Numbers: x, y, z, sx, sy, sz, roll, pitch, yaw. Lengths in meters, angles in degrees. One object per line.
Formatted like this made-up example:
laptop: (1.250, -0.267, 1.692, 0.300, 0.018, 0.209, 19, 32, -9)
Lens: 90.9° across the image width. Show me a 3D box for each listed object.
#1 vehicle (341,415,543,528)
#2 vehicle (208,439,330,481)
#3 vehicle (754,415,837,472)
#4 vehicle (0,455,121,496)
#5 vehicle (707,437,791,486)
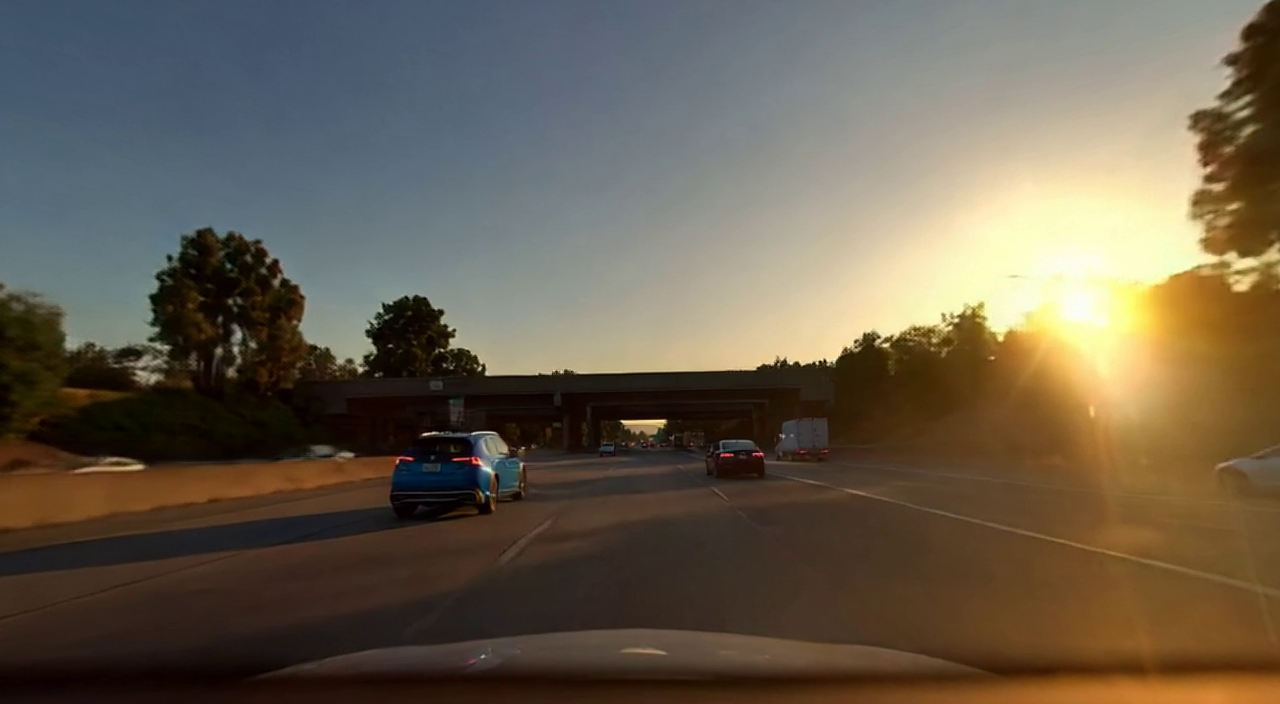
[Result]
vehicle: (-3.526, 2.279, 12.595, 2.218, 1.764, 5.229, 0, -9, 2)
vehicle: (-15.870, 4.647, 27.413, 2.054, 1.601, 5.275, 0, -9, 1)
vehicle: (7.685, 4.634, 31.911, 2.729, 2.628, 4.875, 0, -9, -2)
vehicle: (-26.518, 5.509, 28.537, 2.027, 1.614, 4.719, 0, -9, 0)
vehicle: (3.645, 3.772, 22.041, 2.080, 1.493, 4.674, 0, -9, -1)
